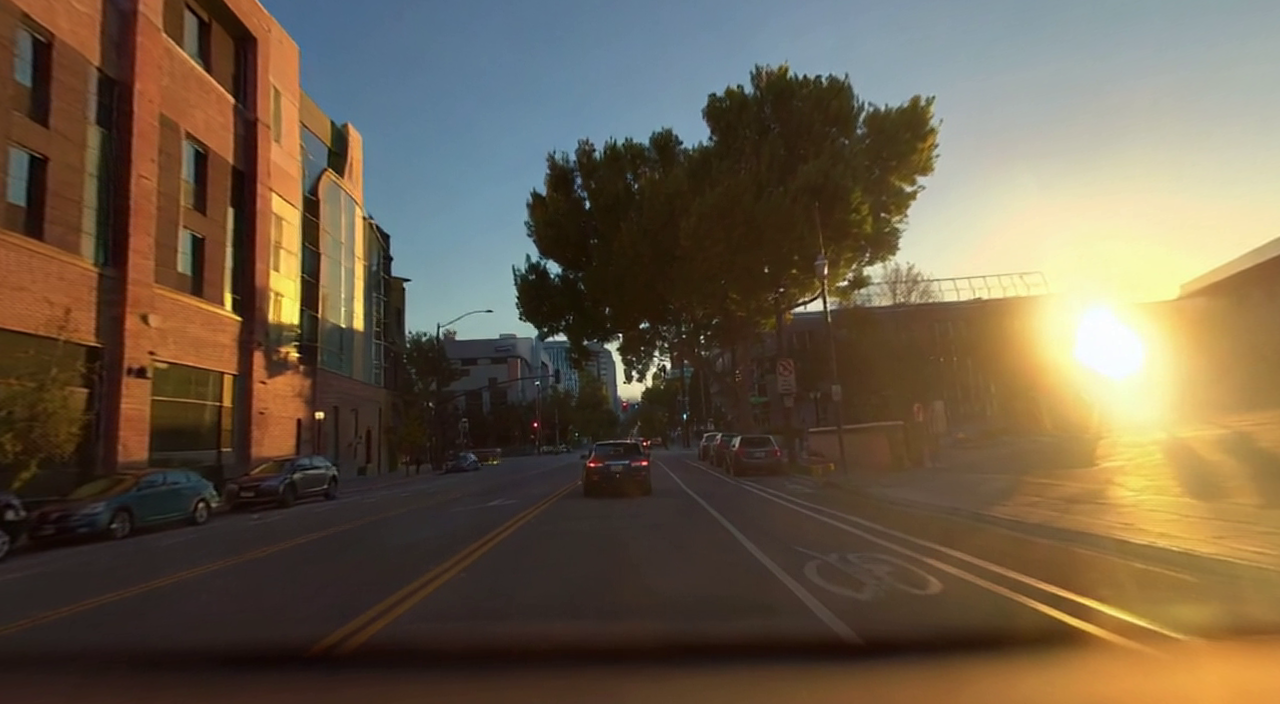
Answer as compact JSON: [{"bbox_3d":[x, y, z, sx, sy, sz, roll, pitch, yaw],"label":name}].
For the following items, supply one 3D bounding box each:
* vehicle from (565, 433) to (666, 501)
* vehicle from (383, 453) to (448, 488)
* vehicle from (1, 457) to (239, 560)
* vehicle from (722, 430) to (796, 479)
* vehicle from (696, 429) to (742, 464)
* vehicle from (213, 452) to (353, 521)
[{"bbox_3d":[-0.583,2.883,16.271,2.269,1.479,3.980,-1,-8,-1],"label":"vehicle"},{"bbox_3d":[-12.144,6.398,34.466,1.968,1.469,4.523,-4,-7,-1],"label":"vehicle"},{"bbox_3d":[-12.089,3.571,15.214,1.945,1.712,4.648,-7,-8,-2],"label":"vehicle"},{"bbox_3d":[4.508,3.957,24.653,1.924,1.645,4.528,-2,-8,0],"label":"vehicle"},{"bbox_3d":[4.585,5.581,37.427,1.972,1.822,4.889,-4,-8,-1],"label":"vehicle"},{"bbox_3d":[-11.904,4.455,21.520,2.090,1.784,4.832,-5,-8,-2],"label":"vehicle"}]
